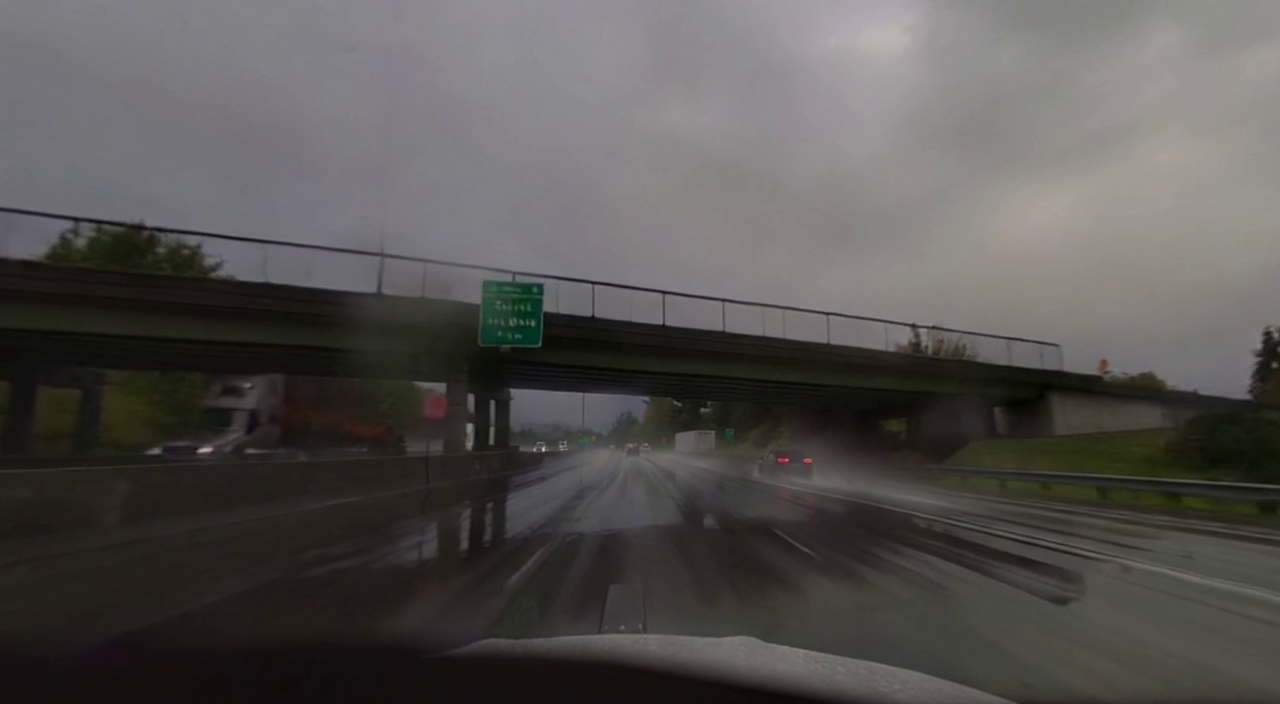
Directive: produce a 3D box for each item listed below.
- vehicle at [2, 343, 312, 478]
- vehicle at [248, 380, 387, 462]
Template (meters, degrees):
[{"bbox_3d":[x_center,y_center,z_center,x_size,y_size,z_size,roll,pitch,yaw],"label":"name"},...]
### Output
[{"bbox_3d":[-16.101,2.394,22.690,2.985,3.790,10.161,0,-9,0],"label":"vehicle"},{"bbox_3d":[-16.163,3.731,32.507,2.839,3.741,7.952,0,-9,0],"label":"vehicle"}]
